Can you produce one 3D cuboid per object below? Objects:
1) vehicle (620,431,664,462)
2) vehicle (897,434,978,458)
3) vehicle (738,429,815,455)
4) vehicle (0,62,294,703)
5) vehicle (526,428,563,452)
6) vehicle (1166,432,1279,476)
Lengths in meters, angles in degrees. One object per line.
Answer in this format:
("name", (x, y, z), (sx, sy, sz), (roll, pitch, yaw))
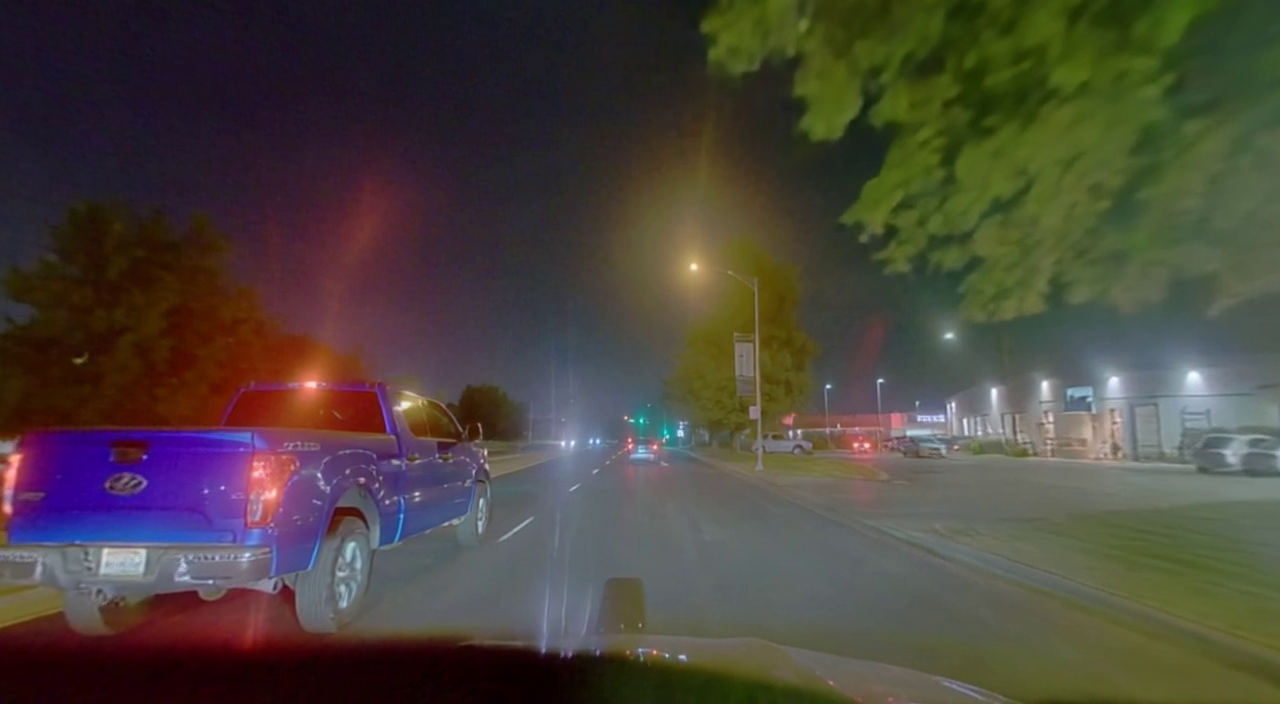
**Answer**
("vehicle", (0.109, 5.049, 33.662), (2.191, 1.530, 4.470), (0, -8, 0))
("vehicle", (20.783, 6.528, 43.852), (4.836, 1.567, 2.051), (-5, -9, 31))
("vehicle", (9.586, 6.335, 44.152), (5.109, 1.735, 1.997), (4, -9, -25))
("vehicle", (-3.508, 0.170, 1.028), (2.733, 2.495, 5.037), (0, -8, 3))
("vehicle", (-7.493, 6.964, 49.709), (2.146, 1.788, 5.153), (0, -8, 0))
("vehicle", (22.080, 3.633, 22.614), (4.437, 1.485, 2.027), (-5, -9, 30))
